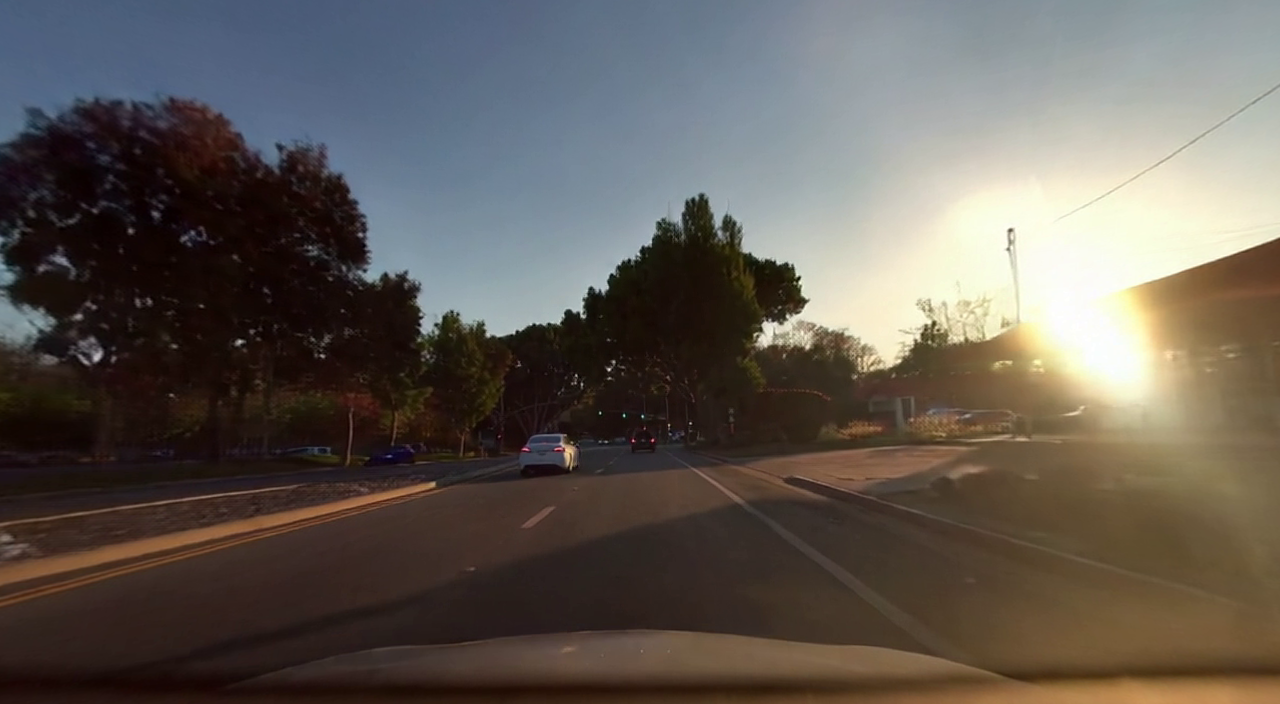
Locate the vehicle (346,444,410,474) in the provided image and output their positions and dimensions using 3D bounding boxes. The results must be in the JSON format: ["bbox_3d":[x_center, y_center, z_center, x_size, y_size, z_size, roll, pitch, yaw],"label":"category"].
[{"bbox_3d":[-15.719,6.412,38.089,1.884,1.714,4.450,0,-8,0],"label":"vehicle"}]

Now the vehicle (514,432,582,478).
[{"bbox_3d":[-3.484,4.004,24.817,1.914,1.630,4.351,0,-8,2],"label":"vehicle"}]
